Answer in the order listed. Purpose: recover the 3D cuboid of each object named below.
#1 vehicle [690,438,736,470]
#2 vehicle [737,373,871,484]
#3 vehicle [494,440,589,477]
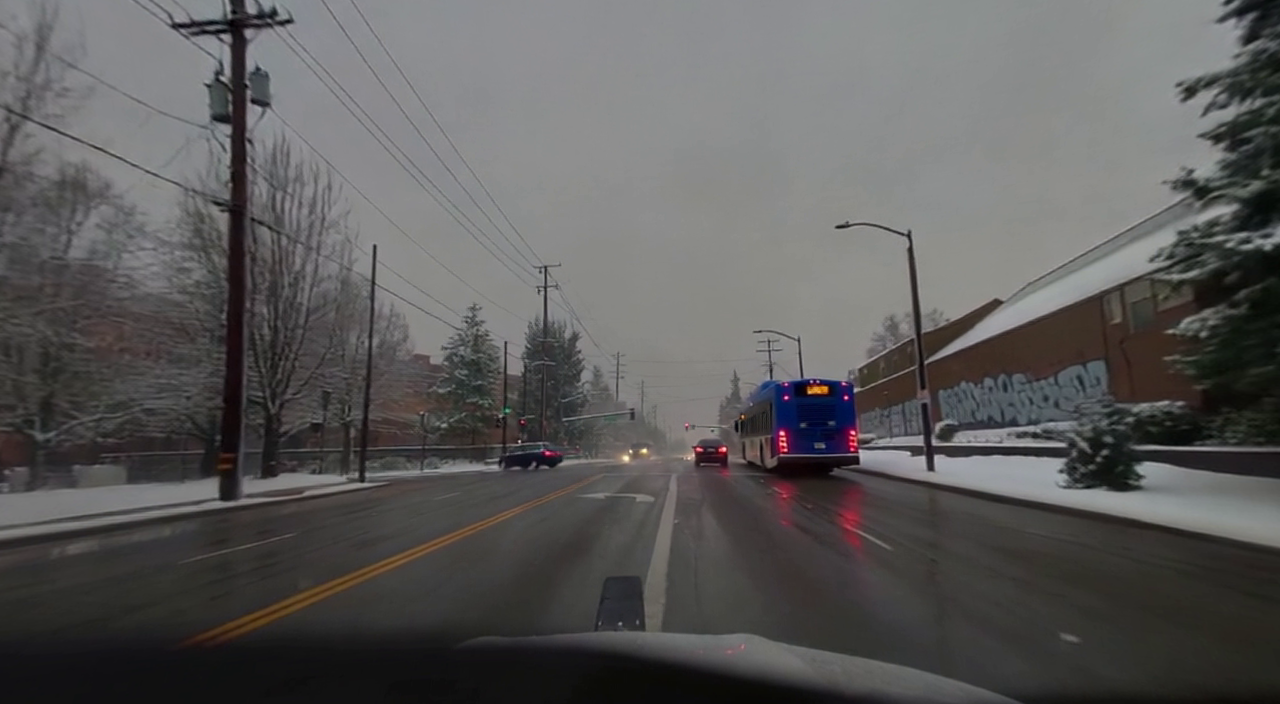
[{"bbox_3d":[3.547,5.021,31.423,1.961,1.470,4.196,-1,-8,3],"label":"vehicle"},{"bbox_3d":[6.125,3.311,26.217,3.045,3.447,12.604,-1,-8,4],"label":"vehicle"},{"bbox_3d":[-4.561,4.806,28.820,4.420,1.544,2.018,-8,-12,44],"label":"vehicle"}]
